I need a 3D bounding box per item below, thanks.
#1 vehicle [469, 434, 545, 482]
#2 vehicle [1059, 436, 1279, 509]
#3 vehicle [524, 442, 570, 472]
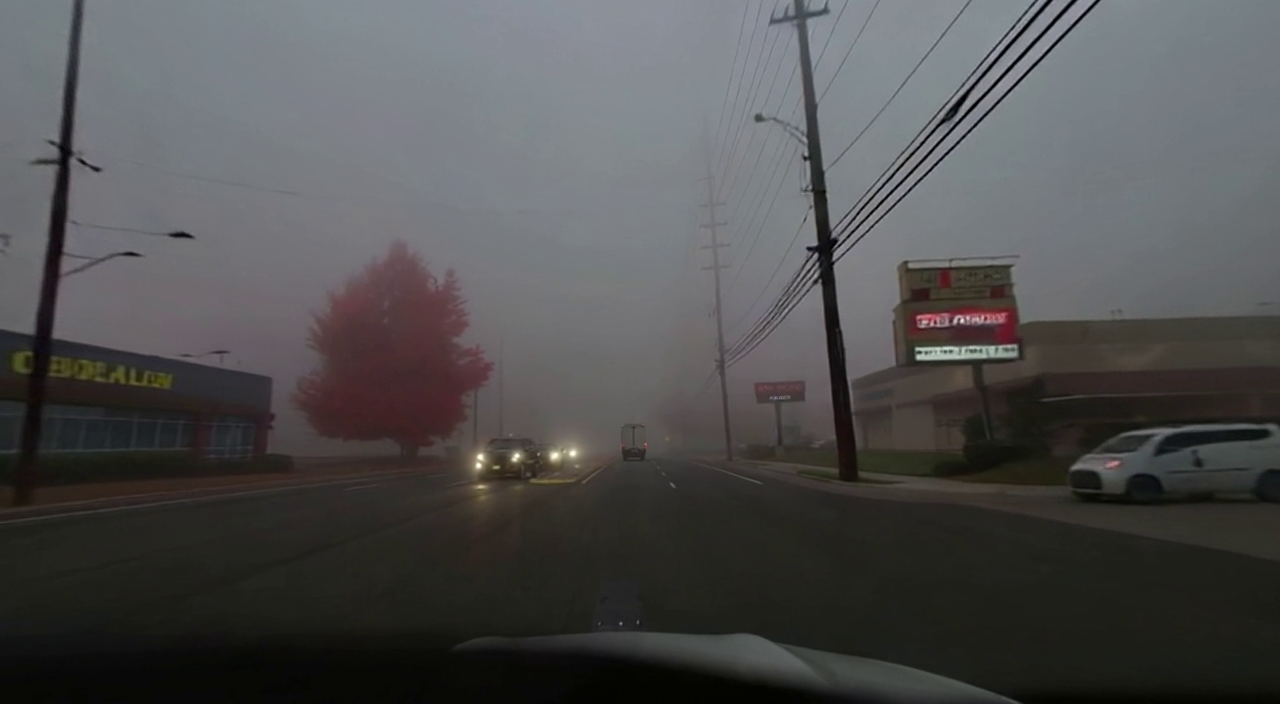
[{"bbox_3d":[-5.682,4.588,27.659,2.278,1.828,4.970,-2,-8,-1],"label":"vehicle"},{"bbox_3d":[14.672,3.129,16.858,5.733,1.610,2.253,0,-9,-11],"label":"vehicle"},{"bbox_3d":[-5.184,5.901,35.784,1.909,1.524,4.614,-2,-8,0],"label":"vehicle"}]
